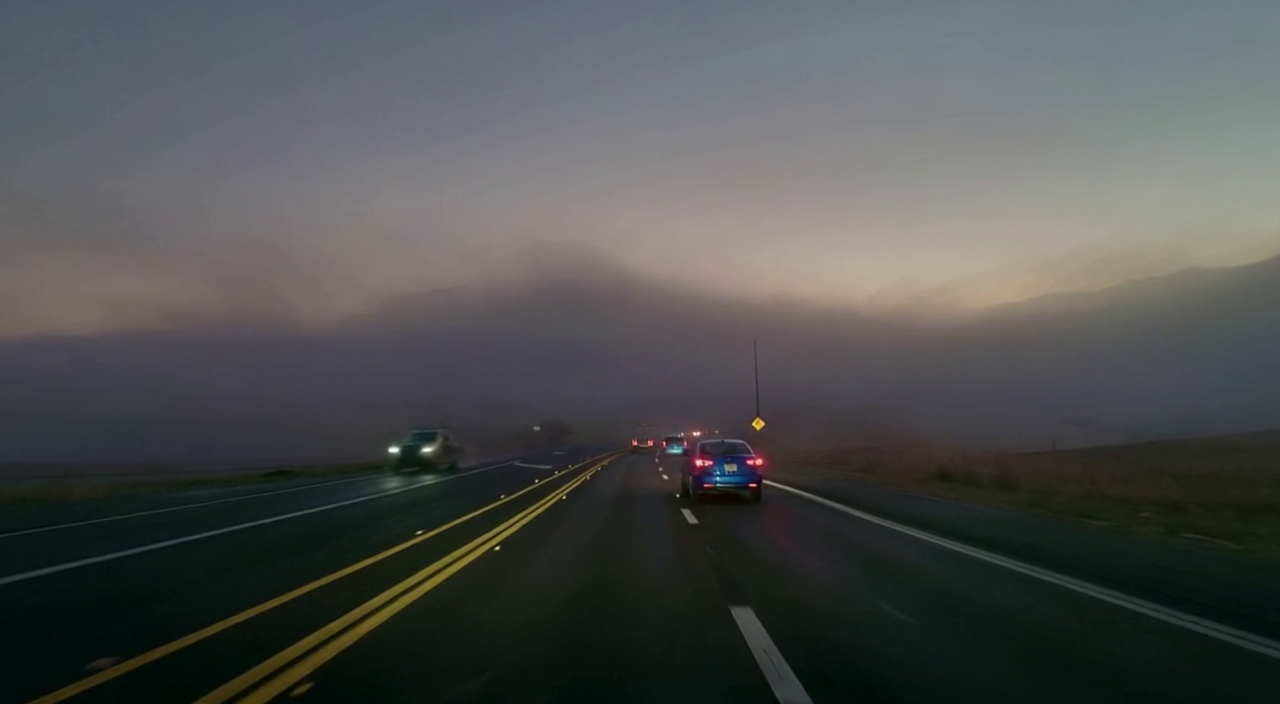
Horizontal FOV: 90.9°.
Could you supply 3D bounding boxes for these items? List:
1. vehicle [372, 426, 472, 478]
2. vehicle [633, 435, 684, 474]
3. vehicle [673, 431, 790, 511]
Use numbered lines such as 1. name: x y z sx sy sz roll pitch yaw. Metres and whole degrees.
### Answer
1. vehicle: -8.027 3.739 23.744 2.070 1.744 4.472 0 -8 1
2. vehicle: 0.744 4.467 27.731 2.026 1.531 4.273 0 -8 -1
3. vehicle: 1.885 2.617 14.322 2.007 1.534 3.976 0 -8 -1
